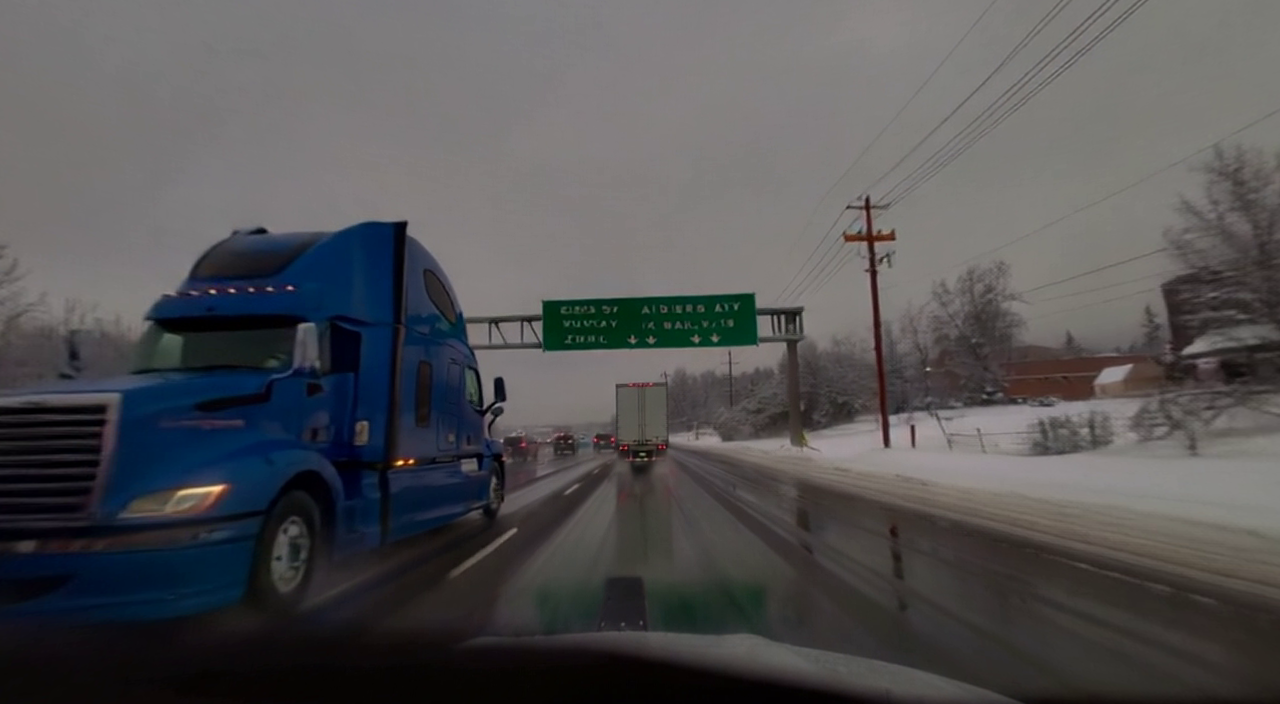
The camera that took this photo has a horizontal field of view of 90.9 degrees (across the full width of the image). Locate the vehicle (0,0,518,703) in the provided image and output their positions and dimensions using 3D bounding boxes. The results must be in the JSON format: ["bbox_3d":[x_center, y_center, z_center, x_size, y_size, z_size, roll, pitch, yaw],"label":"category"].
[{"bbox_3d":[-3.891,0.405,7.576,3.061,3.891,8.658,0,-9,0],"label":"vehicle"}]

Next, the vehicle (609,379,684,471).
[{"bbox_3d":[0.266,3.614,29.922,2.941,3.604,9.851,0,-9,0],"label":"vehicle"}]

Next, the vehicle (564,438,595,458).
[{"bbox_3d":[-4.557,7.320,48.062,1.933,1.459,4.478,0,-9,-1],"label":"vehicle"}]

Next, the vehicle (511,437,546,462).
[{"bbox_3d":[-7.163,6.290,40.712,1.736,1.580,2.778,0,-9,0],"label":"vehicle"}]
